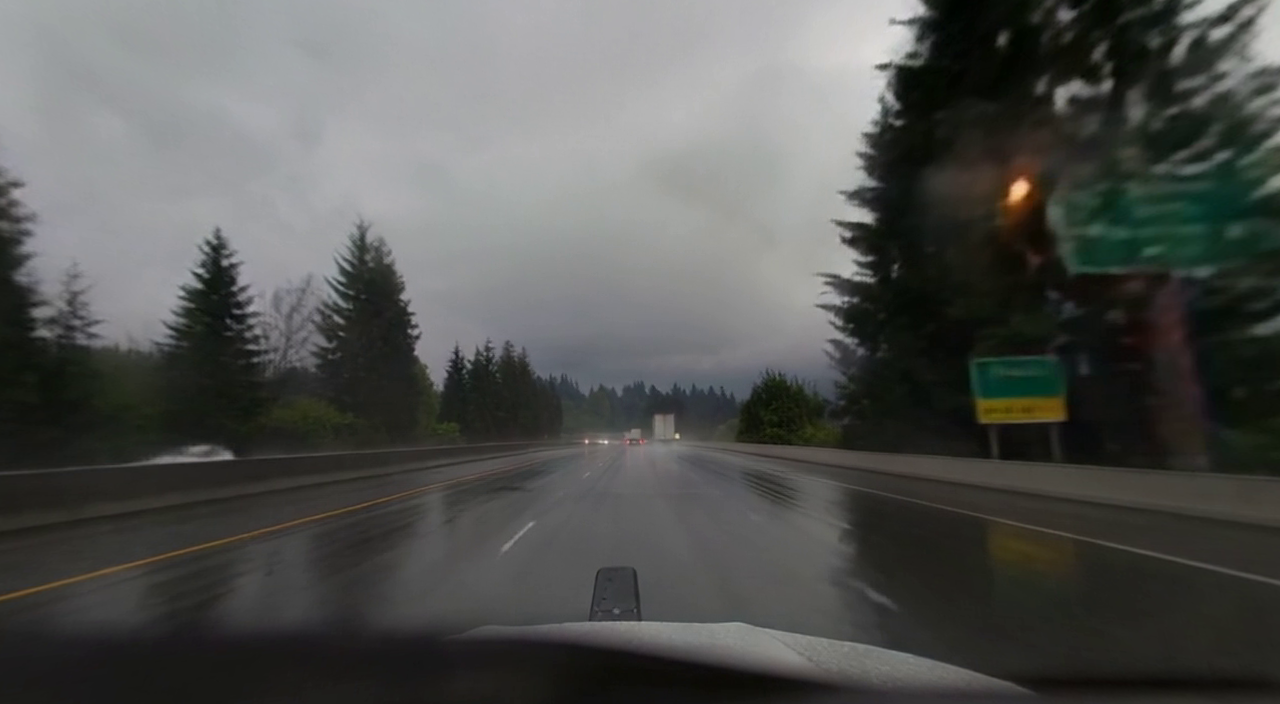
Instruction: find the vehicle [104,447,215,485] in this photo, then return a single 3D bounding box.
[{"bbox_3d":[-20.503,4.850,27.115,1.777,1.450,3.794,0,-8,-1],"label":"vehicle"}]
